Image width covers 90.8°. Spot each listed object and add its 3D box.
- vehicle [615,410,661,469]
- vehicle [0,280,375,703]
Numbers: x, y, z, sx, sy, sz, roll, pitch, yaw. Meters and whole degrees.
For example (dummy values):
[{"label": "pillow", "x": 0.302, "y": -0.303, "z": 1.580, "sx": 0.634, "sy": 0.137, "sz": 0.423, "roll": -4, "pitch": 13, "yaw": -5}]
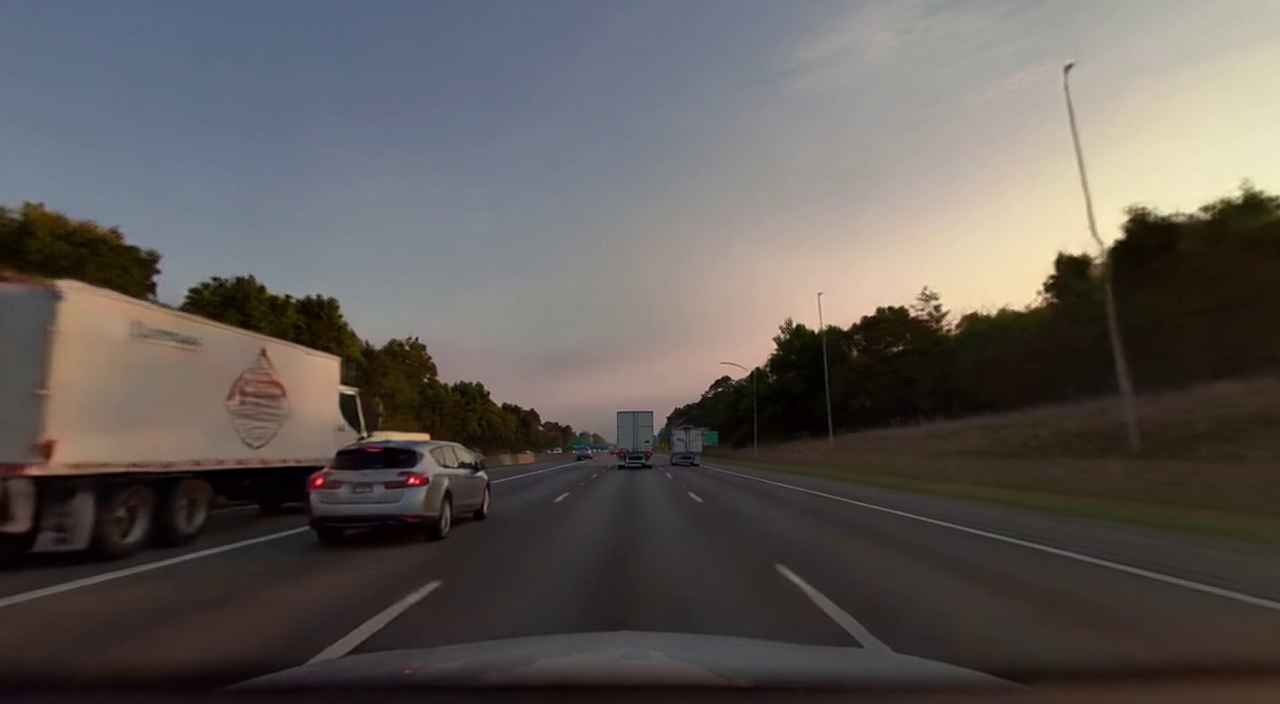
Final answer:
[{"label": "vehicle", "x": -0.138, "y": 6.880, "z": 49.096, "sx": 3.201, "sy": 4.019, "sz": 10.918, "roll": 0, "pitch": -9, "yaw": 0}, {"label": "vehicle", "x": -3.918, "y": 0.972, "z": 5.043, "sx": 2.033, "sy": 2.234, "sz": 3.490, "roll": 0, "pitch": -9, "yaw": -1}]
